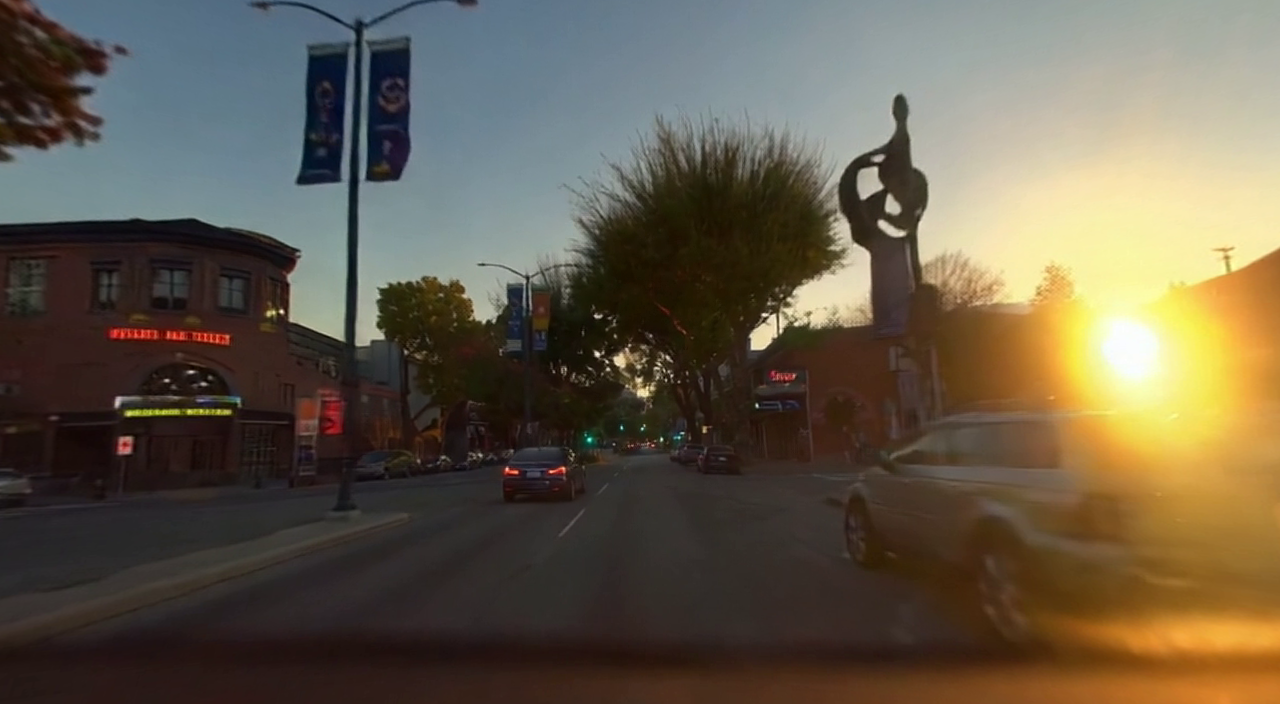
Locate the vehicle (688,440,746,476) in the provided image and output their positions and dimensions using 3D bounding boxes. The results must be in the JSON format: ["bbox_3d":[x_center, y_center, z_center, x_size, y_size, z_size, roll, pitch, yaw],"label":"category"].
[{"bbox_3d":[3.376,4.769,28.589,1.950,1.462,4.807,0,-8,-1],"label":"vehicle"}]

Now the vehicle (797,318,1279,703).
[{"bbox_3d":[3.132,1.133,5.062,2.286,1.777,5.366,0,-8,-1],"label":"vehicle"}]

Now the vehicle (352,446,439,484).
[{"bbox_3d":[-12.310,5.594,31.611,4.737,1.741,2.092,-8,-11,41],"label":"vehicle"}]

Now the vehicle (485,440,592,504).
[{"bbox_3d":[-2.511,3.091,16.748,2.030,1.436,4.388,0,-8,1],"label":"vehicle"}]

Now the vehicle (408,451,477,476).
[{"bbox_3d":[-12.345,6.888,39.206,4.305,1.463,2.020,-7,-11,39],"label":"vehicle"}]
